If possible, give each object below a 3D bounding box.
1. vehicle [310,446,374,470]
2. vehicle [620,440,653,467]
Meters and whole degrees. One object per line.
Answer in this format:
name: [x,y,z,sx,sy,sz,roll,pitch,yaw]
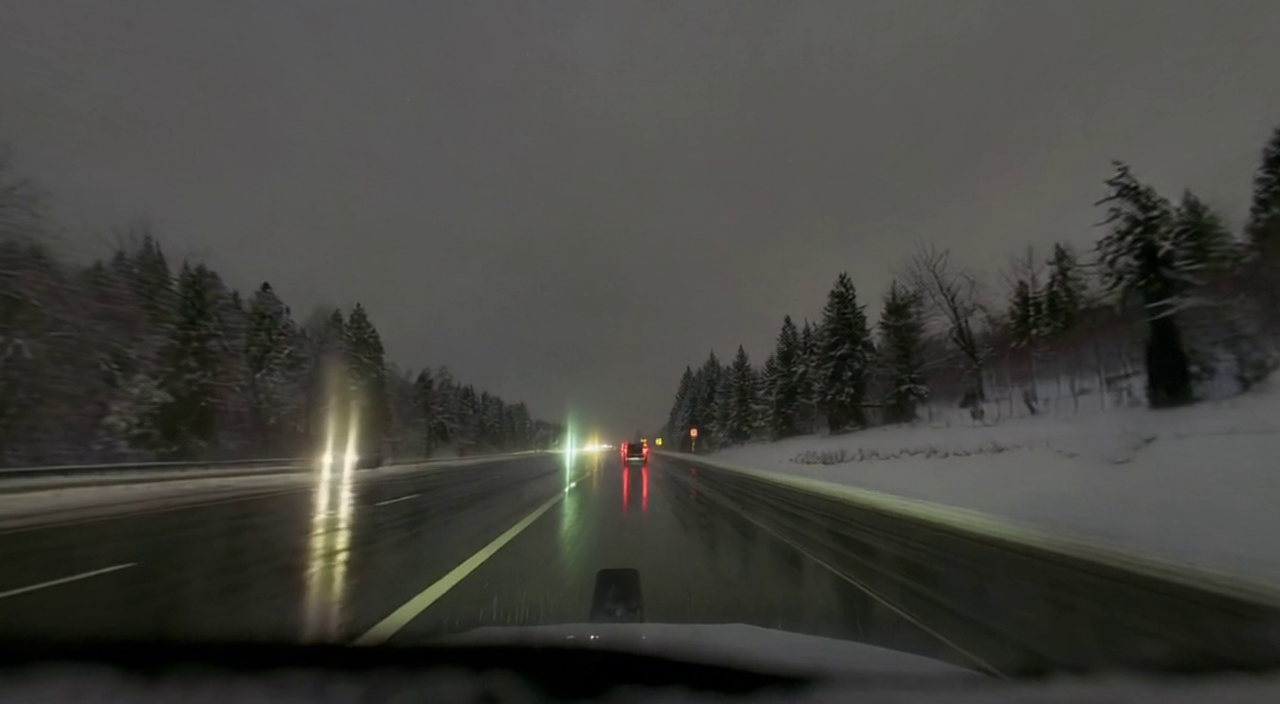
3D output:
vehicle: [-20.102,7.163,42.661,2.024,1.483,4.685,0,-9,0]
vehicle: [-0.231,6.815,42.475,2.120,1.715,4.153,0,-9,-1]
